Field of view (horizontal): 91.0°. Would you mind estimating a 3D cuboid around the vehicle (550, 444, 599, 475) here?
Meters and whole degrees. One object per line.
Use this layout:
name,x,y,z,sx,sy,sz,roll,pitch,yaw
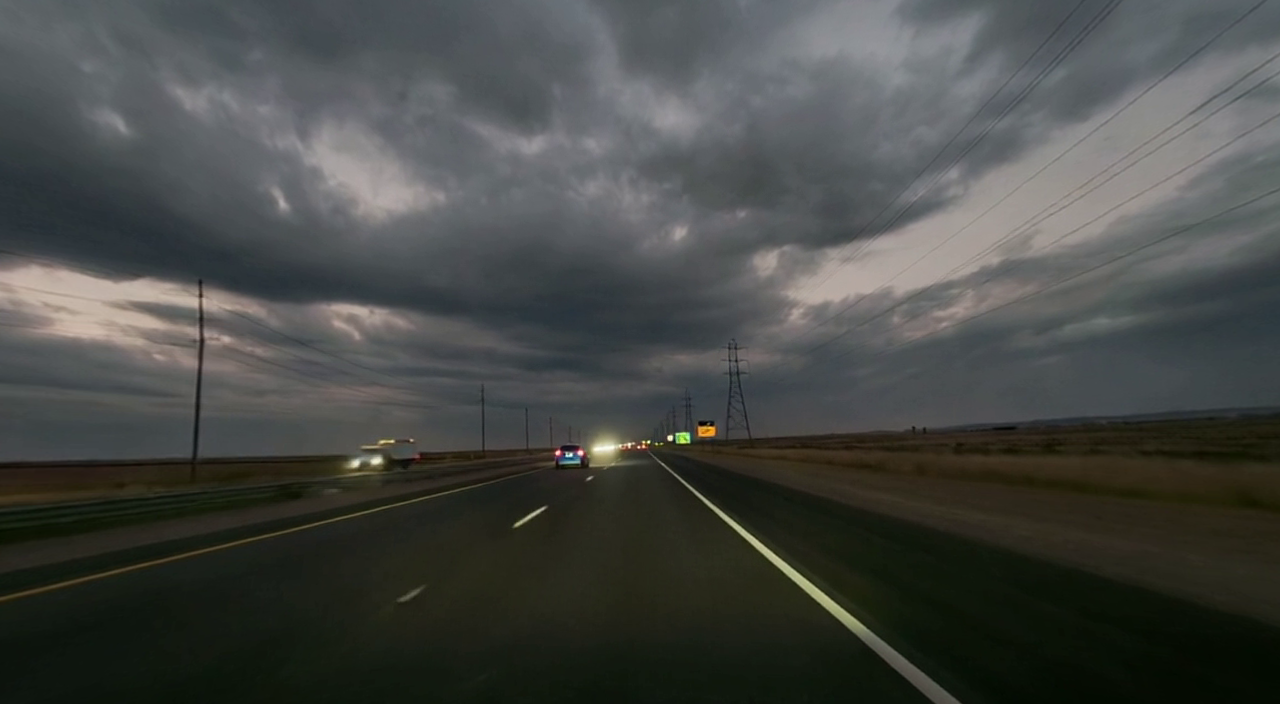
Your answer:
vehicle,-3.437,5.735,33.907,2.106,1.543,4.465,0,-9,1
